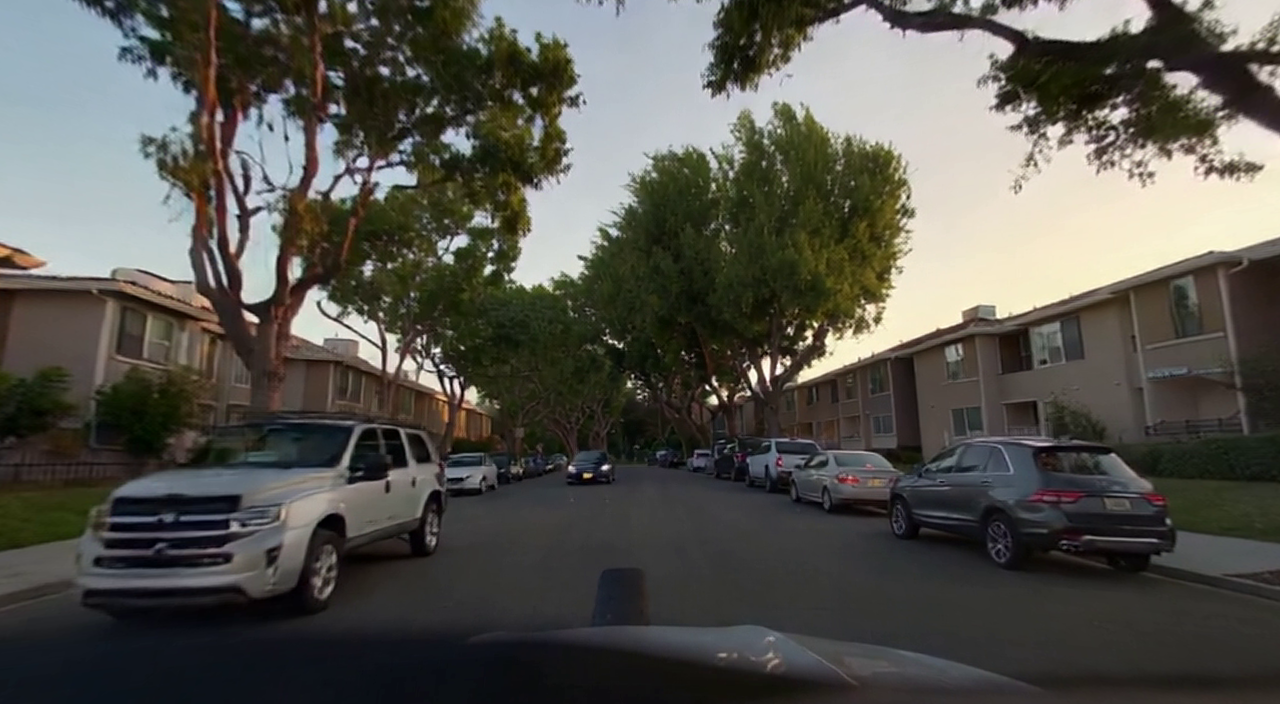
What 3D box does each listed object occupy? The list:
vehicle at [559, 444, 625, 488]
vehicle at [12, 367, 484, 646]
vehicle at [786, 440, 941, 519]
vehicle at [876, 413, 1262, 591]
[{"bbox_3d":[-1.710,4.299,24.149,1.971,1.476,4.593,-1,-9,3],"label":"vehicle"},{"bbox_3d":[-3.514,1.503,7.230,2.197,2.047,4.985,0,-9,0],"label":"vehicle"},{"bbox_3d":[5.005,2.897,14.904,1.876,1.538,4.447,0,-9,-2],"label":"vehicle"},{"bbox_3d":[5.095,1.818,8.548,1.937,1.722,4.575,0,-9,-1],"label":"vehicle"}]
